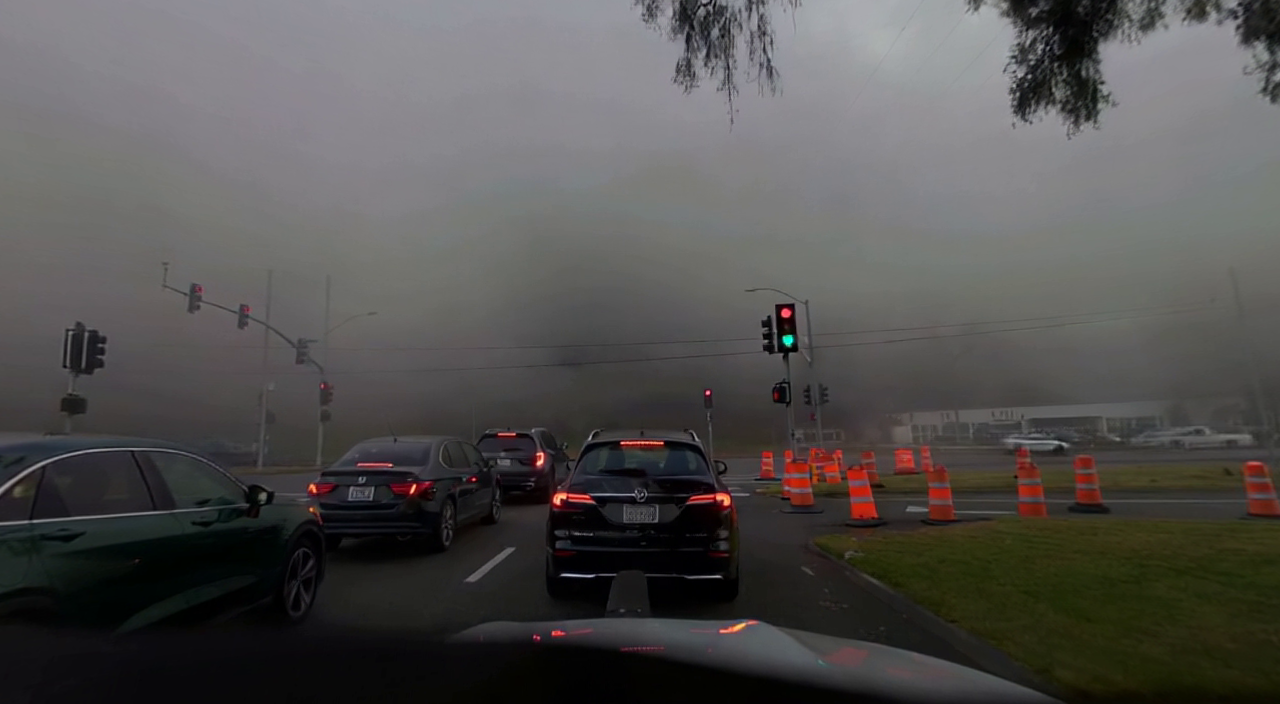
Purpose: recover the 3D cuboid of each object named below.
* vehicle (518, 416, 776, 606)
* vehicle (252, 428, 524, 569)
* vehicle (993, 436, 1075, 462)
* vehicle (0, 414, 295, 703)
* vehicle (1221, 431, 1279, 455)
[{"bbox_3d":[0.102,1.622,7.219,2.167,1.560,3.676,0,-9,1],"label":"vehicle"},{"bbox_3d":[-3.273,2.000,9.450,1.989,1.541,4.626,0,-9,2],"label":"vehicle"},{"bbox_3d":[25.523,6.285,40.833,4.051,1.583,1.794,0,-9,1],"label":"vehicle"},{"bbox_3d":[-3.592,0.943,2.159,2.064,1.497,4.722,0,-9,1],"label":"vehicle"},{"bbox_3d":[41.135,5.932,40.883,4.807,1.504,1.837,0,-9,1],"label":"vehicle"}]
